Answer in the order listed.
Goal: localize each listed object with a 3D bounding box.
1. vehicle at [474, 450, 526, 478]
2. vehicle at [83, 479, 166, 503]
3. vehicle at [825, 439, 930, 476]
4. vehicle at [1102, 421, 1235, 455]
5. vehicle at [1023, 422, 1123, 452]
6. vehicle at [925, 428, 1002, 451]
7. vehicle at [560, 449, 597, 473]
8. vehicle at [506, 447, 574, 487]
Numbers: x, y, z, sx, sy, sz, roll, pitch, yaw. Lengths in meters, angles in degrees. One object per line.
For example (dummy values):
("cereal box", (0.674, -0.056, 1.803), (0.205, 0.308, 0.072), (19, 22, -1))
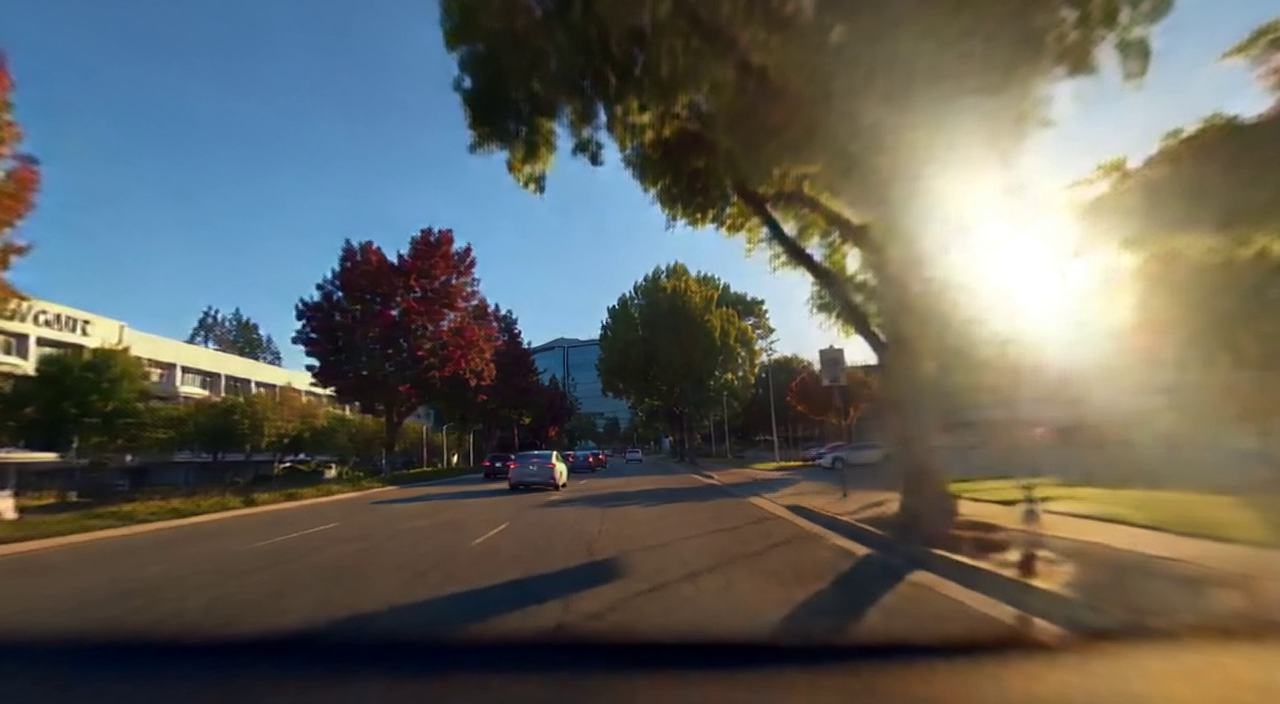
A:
("vehicle", (-8.197, 6.608, 37.515), (1.976, 1.497, 4.709), (0, -9, 1))
("vehicle", (-37.171, 10.002, 45.630), (4.232, 1.578, 1.759), (1, -10, -3))
("vehicle", (12.889, 5.754, 34.499), (4.790, 1.439, 2.034), (-7, -9, 1))
("vehicle", (25.119, 4.110, 30.119), (4.614, 1.464, 1.856), (-1, -9, 0))
("vehicle", (25.053, 4.941, 36.661), (4.154, 1.662, 2.113), (0, -8, 1))
("vehicle", (25.350, 6.886, 49.592), (4.939, 1.818, 1.989), (0, -9, -1))
("vehicle", (-3.964, 7.073, 41.243), (1.971, 1.414, 4.317), (0, -9, 1))
("vehicle", (-4.005, 4.704, 26.147), (2.011, 1.483, 4.596), (0, -9, 1))
